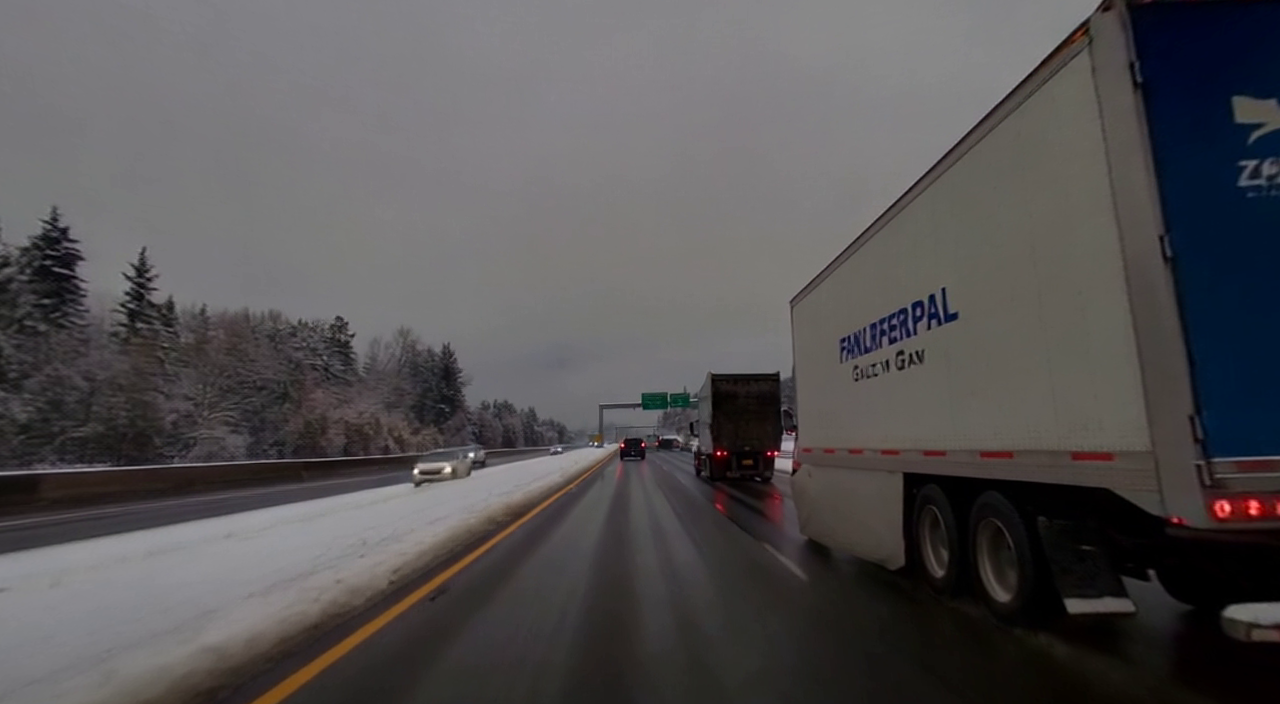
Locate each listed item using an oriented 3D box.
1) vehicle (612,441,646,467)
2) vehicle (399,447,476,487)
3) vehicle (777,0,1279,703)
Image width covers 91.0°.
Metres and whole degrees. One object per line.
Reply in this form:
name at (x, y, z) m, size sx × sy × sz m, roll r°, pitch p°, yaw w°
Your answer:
vehicle at (-0.680, 6.069, 37.639) m, size 1.943 × 1.491 × 3.459 m, roll 0°, pitch -8°, yaw -1°
vehicle at (-8.628, 4.897, 27.212) m, size 1.986 × 1.522 × 4.181 m, roll -1°, pitch -8°, yaw 0°
vehicle at (4.234, 0.345, 7.708) m, size 2.853 × 4.086 × 9.078 m, roll 0°, pitch -8°, yaw -1°
